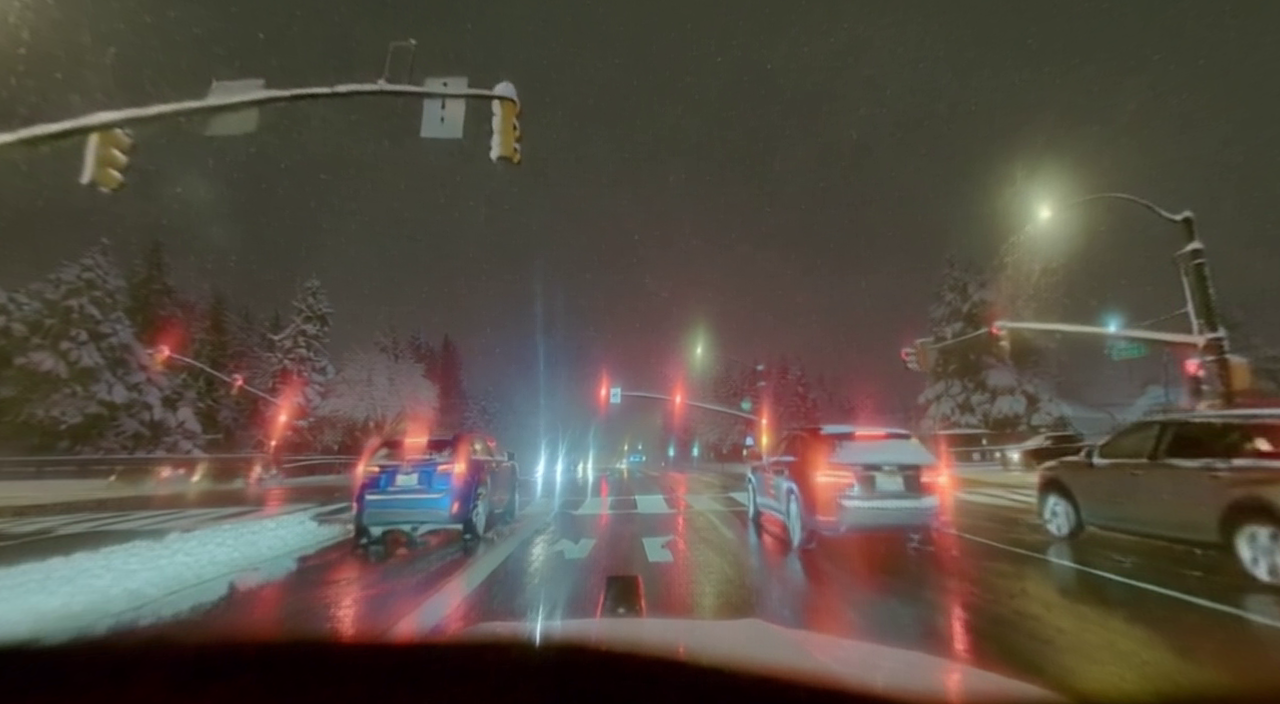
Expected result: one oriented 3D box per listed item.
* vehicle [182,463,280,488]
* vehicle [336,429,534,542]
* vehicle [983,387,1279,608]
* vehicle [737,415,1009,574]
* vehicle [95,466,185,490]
[{"bbox_3d":[-25.802,7.780,39.962,4.825,1.483,1.817,0,-9,-3],"label":"vehicle"},{"bbox_3d":[-3.099,2.102,10.503,1.969,1.513,3.773,0,-9,1],"label":"vehicle"},{"bbox_3d":[6.312,1.506,7.233,2.109,1.809,4.528,0,-9,-1],"label":"vehicle"},{"bbox_3d":[2.837,1.859,9.047,2.099,1.671,4.491,0,-9,-1],"label":"vehicle"},{"bbox_3d":[-33.789,8.518,42.771,4.461,1.469,1.788,0,-9,-2],"label":"vehicle"}]
